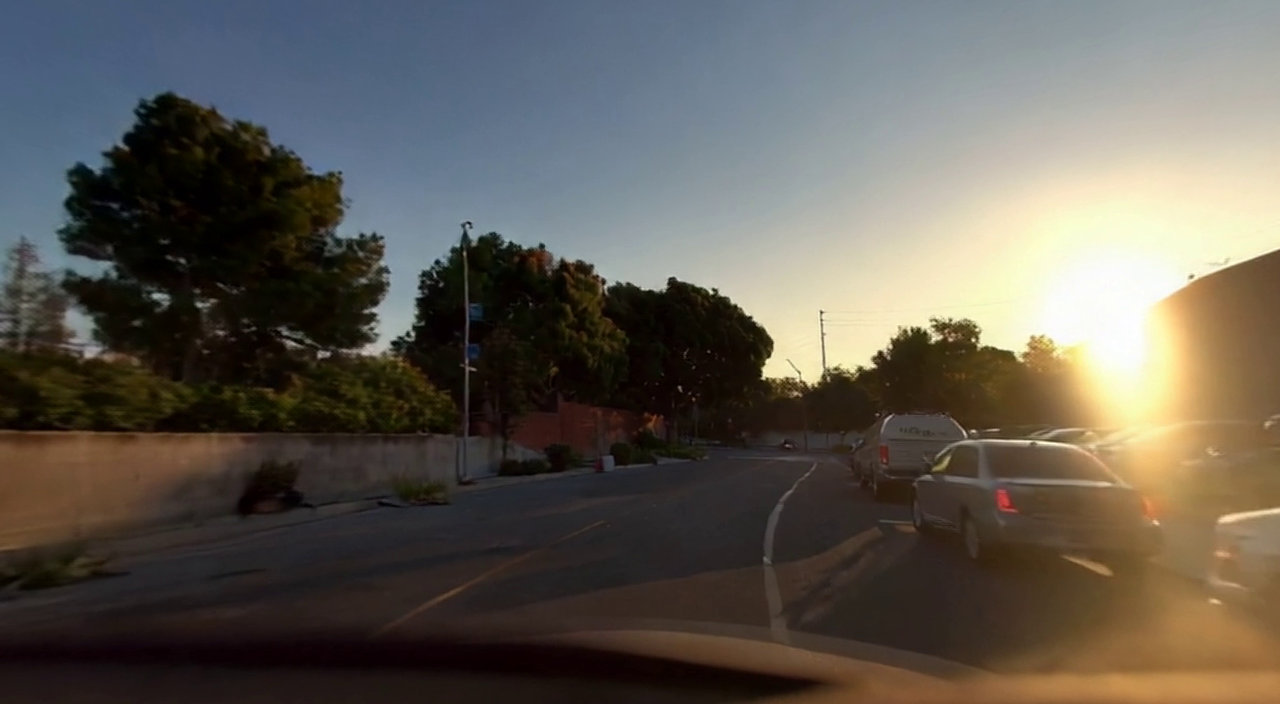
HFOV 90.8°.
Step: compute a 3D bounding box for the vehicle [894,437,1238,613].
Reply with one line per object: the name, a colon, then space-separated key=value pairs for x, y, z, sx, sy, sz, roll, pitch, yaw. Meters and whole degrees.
vehicle: x=4.558 y=1.808 z=7.797 sx=1.887 sy=1.439 sz=4.687 roll=-2 pitch=-9 yaw=13
